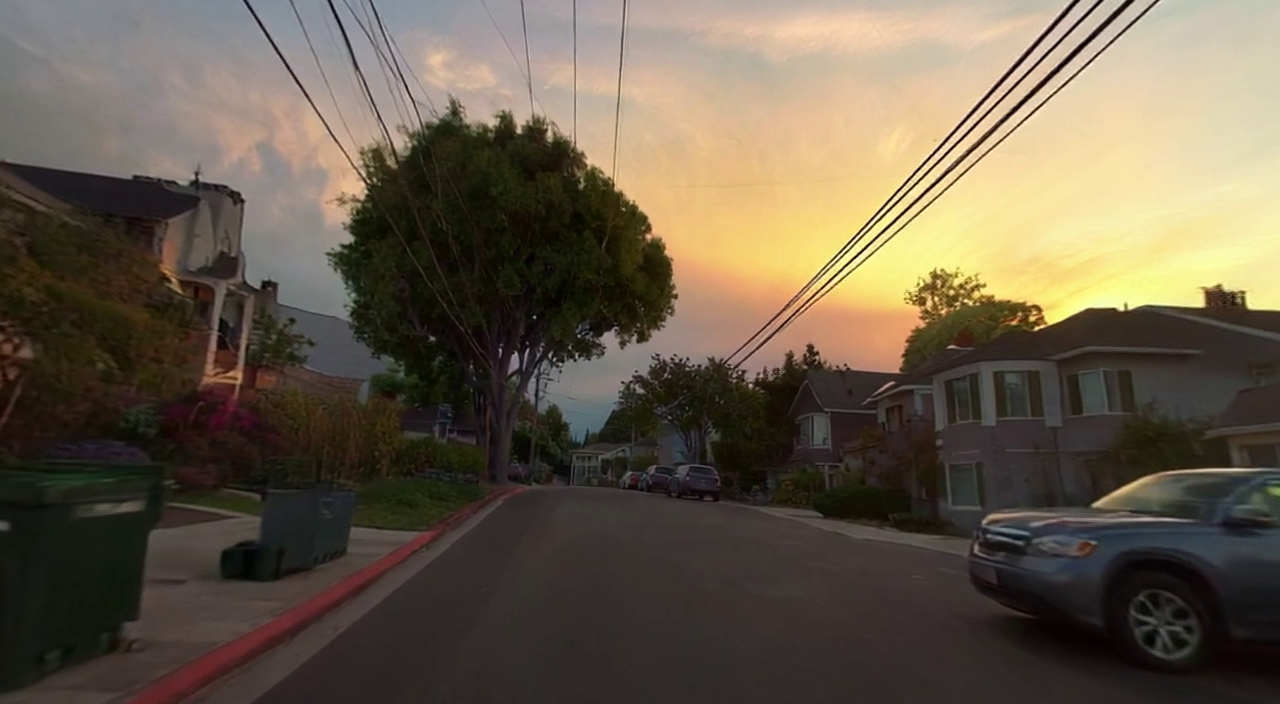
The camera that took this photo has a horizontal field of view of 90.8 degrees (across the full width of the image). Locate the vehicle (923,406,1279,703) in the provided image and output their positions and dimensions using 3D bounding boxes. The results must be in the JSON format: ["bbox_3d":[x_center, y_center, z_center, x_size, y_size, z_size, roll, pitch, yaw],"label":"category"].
[{"bbox_3d":[4.989,1.610,4.980,4.501,1.678,2.078,7,-9,-1],"label":"vehicle"}]

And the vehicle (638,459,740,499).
[{"bbox_3d":[2.222,5.881,29.487,4.413,1.728,1.869,1,-9,-10],"label":"vehicle"}]
